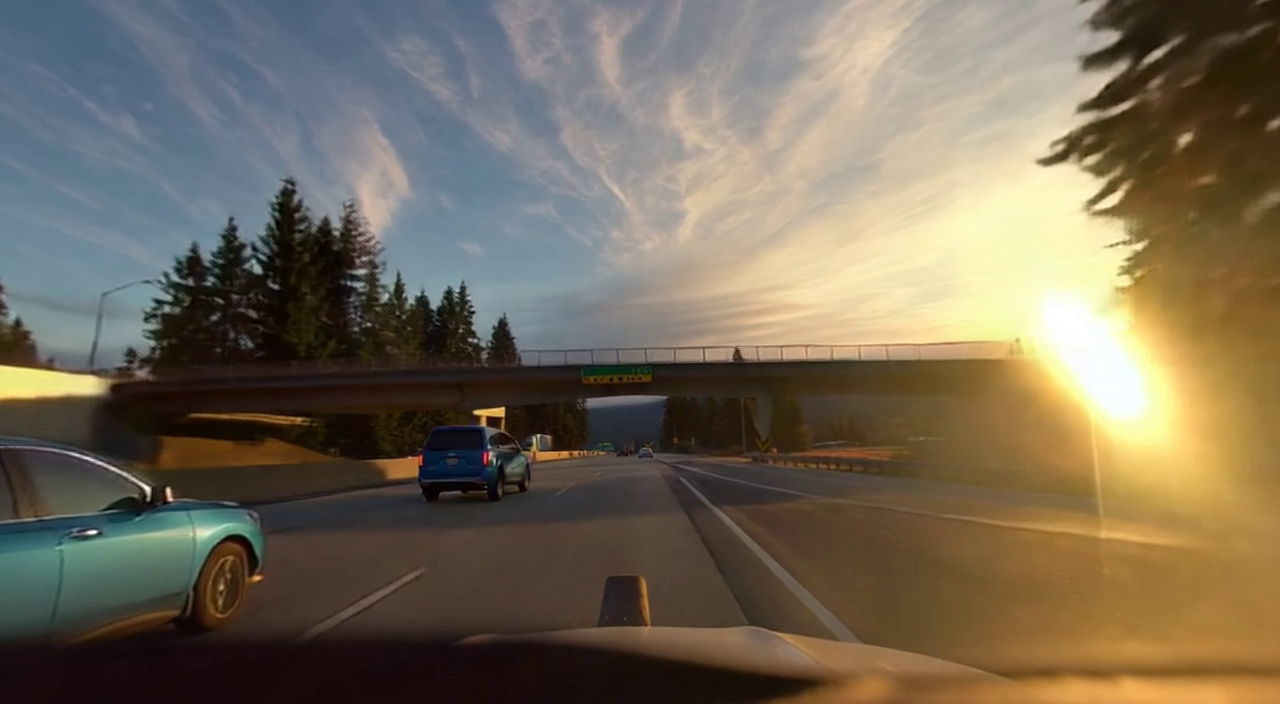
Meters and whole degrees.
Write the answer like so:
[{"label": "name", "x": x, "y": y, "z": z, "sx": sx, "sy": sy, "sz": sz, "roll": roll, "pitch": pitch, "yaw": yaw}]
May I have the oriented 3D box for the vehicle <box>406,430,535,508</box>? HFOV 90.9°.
[{"label": "vehicle", "x": -4.236, "y": 2.995, "z": 16.637, "sx": 2.084, "sy": 1.752, "sz": 4.479, "roll": 0, "pitch": -8, "yaw": 1}]
